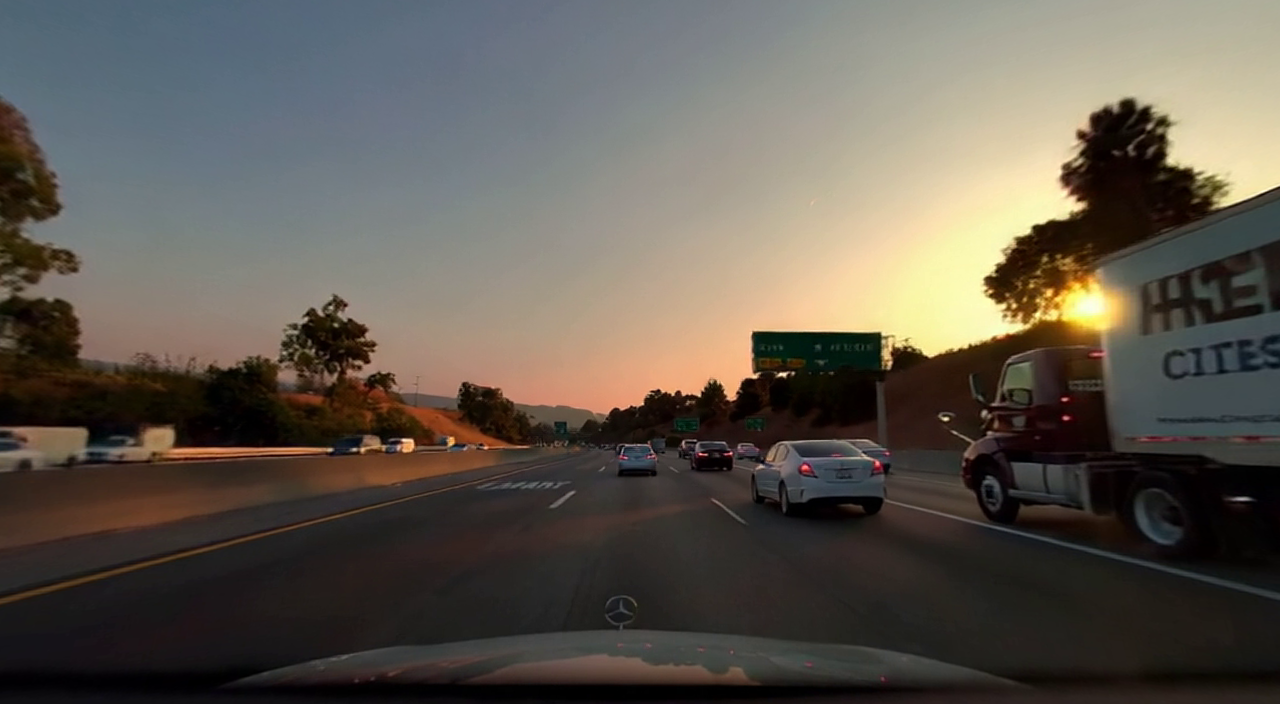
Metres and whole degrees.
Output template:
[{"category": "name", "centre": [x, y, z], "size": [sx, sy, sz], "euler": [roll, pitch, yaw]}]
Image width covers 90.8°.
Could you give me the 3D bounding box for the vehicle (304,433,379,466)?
[{"category": "vehicle", "centre": [-17.780, 5.835, 37.914], "size": [2.118, 1.795, 4.929], "euler": [0, -9, 0]}]

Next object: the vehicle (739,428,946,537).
[{"category": "vehicle", "centre": [3.220, 2.192, 11.287], "size": [1.993, 1.504, 4.781], "euler": [0, -9, -2]}]

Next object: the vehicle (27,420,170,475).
[{"category": "vehicle", "centre": [-25.721, 4.578, 30.351], "size": [2.546, 2.417, 4.759], "euler": [0, -9, 0]}]

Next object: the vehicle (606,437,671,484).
[{"category": "vehicle", "centre": [-0.075, 3.782, 22.324], "size": [2.098, 1.475, 3.997], "euler": [0, -9, -1]}]

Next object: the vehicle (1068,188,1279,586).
[{"category": "vehicle", "centre": [7.376, 0.070, 4.203], "size": [2.799, 3.655, 8.627], "euler": [0, -9, -1]}]

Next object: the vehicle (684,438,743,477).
[{"category": "vehicle", "centre": [2.981, 4.402, 26.597], "size": [1.856, 1.517, 4.198], "euler": [0, -9, -2]}]
